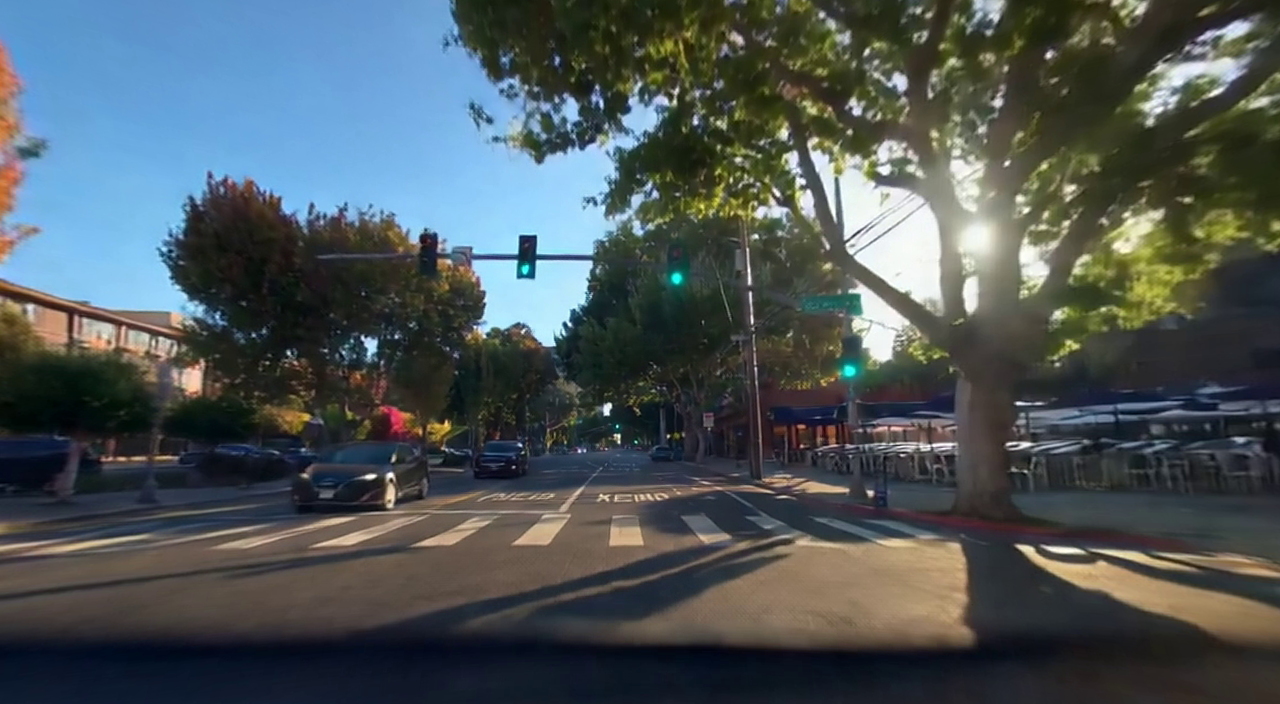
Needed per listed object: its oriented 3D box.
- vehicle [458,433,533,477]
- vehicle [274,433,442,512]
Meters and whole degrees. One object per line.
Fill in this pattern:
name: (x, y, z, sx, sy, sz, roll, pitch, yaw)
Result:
vehicle: (-6.945, 5.013, 31.001, 2.545, 1.943, 5.168, 0, -8, -2)
vehicle: (-6.508, 2.804, 15.300, 2.019, 1.596, 4.608, 0, -8, -1)
